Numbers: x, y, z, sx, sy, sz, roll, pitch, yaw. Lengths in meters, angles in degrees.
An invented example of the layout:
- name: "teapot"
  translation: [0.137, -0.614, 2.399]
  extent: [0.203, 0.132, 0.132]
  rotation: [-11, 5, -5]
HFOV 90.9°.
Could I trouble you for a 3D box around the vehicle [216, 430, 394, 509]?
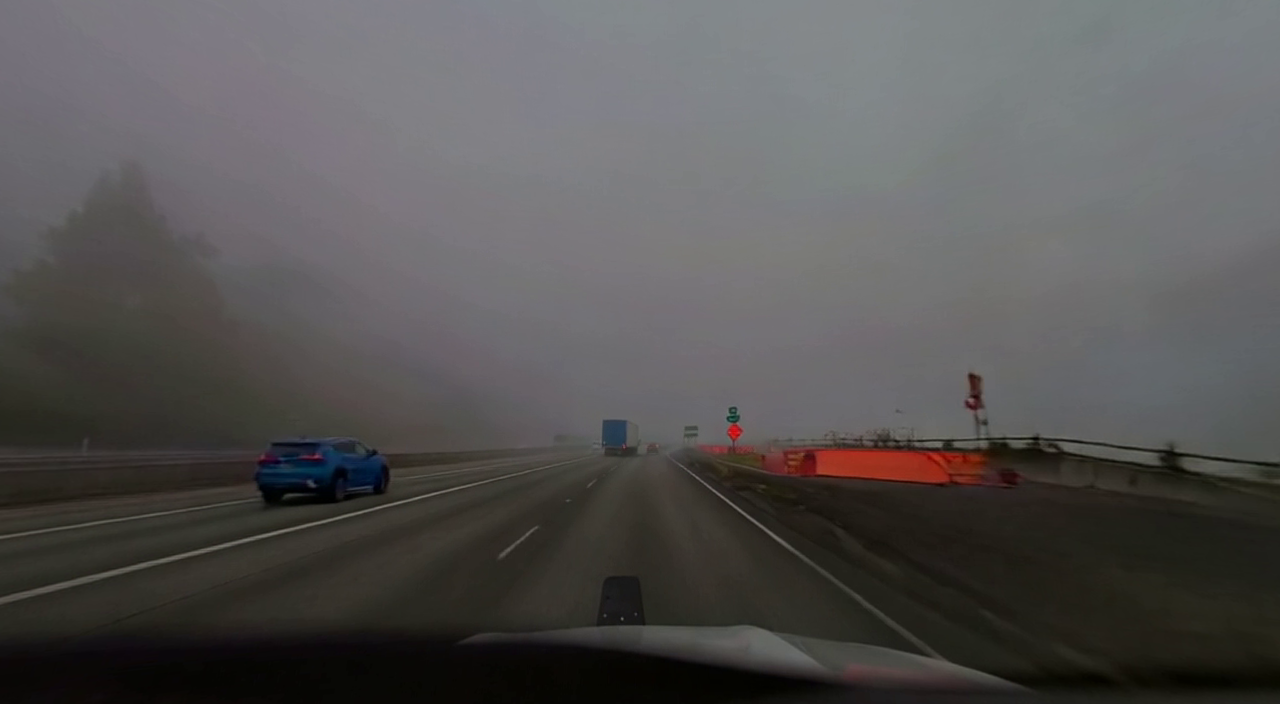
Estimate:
- name: "vehicle"
  translation: [-7.521, 2.674, 14.702]
  extent: [1.893, 1.566, 4.051]
  rotation: [0, -9, 0]
